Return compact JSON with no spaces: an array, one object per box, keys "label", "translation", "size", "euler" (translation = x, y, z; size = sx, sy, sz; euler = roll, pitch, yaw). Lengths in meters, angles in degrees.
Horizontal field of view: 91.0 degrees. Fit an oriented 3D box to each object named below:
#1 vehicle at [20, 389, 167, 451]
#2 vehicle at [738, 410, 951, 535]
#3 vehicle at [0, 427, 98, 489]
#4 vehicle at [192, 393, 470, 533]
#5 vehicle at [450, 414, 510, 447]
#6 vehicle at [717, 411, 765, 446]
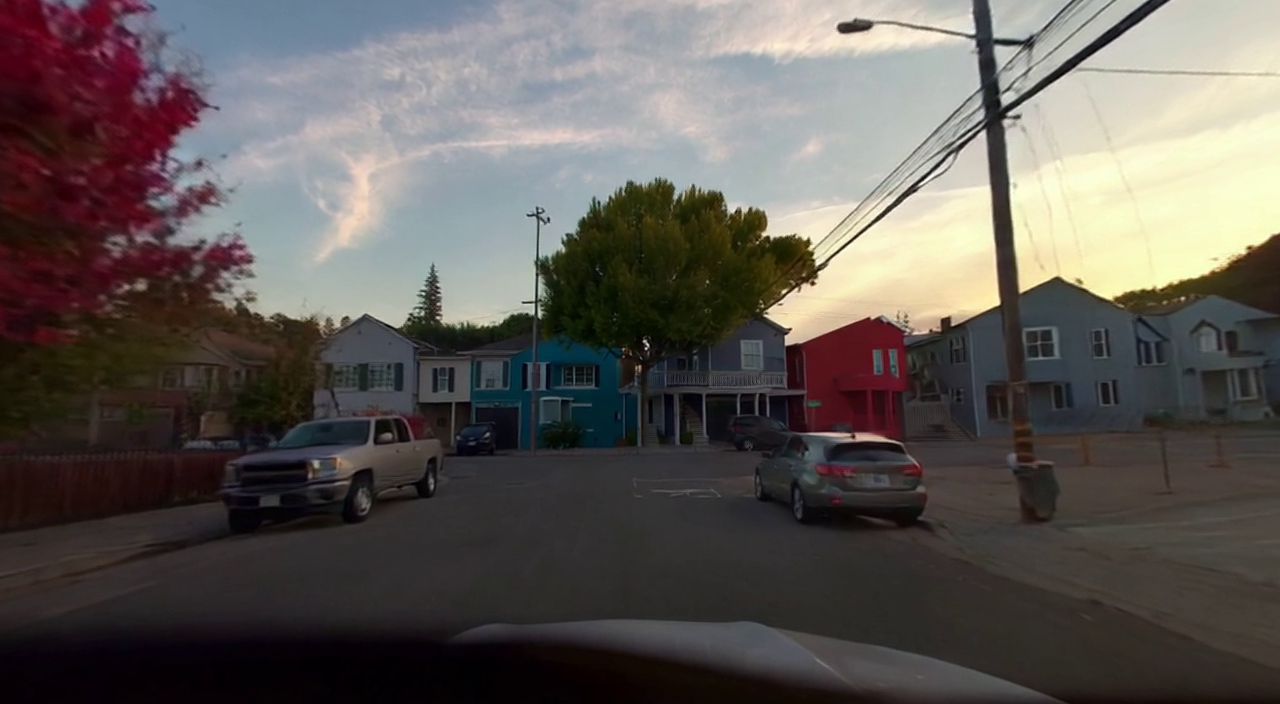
[{"label":"vehicle","translation":[-31.252,3.768,36.409],"size":[2.473,2.922,6.719],"euler":[0,0,3]},{"label":"vehicle","translation":[3.408,2.115,11.768],"size":[2.109,1.811,4.886],"euler":[1,-8,-3]},{"label":"vehicle","translation":[-19.184,3.139,18.859],"size":[1.906,1.718,4.449],"euler":[1,-6,-1]},{"label":"vehicle","translation":[-5.498,2.097,12.681],"size":[2.480,2.084,6.353],"euler":[1,-8,-1]},{"label":"vehicle","translation":[-9.144,4.584,36.411],"size":[2.091,1.760,4.760],"euler":[0,-8,1]},{"label":"vehicle","translation":[5.729,4.367,36.259],"size":[2.081,1.891,4.367],"euler":[1,-6,1]}]
